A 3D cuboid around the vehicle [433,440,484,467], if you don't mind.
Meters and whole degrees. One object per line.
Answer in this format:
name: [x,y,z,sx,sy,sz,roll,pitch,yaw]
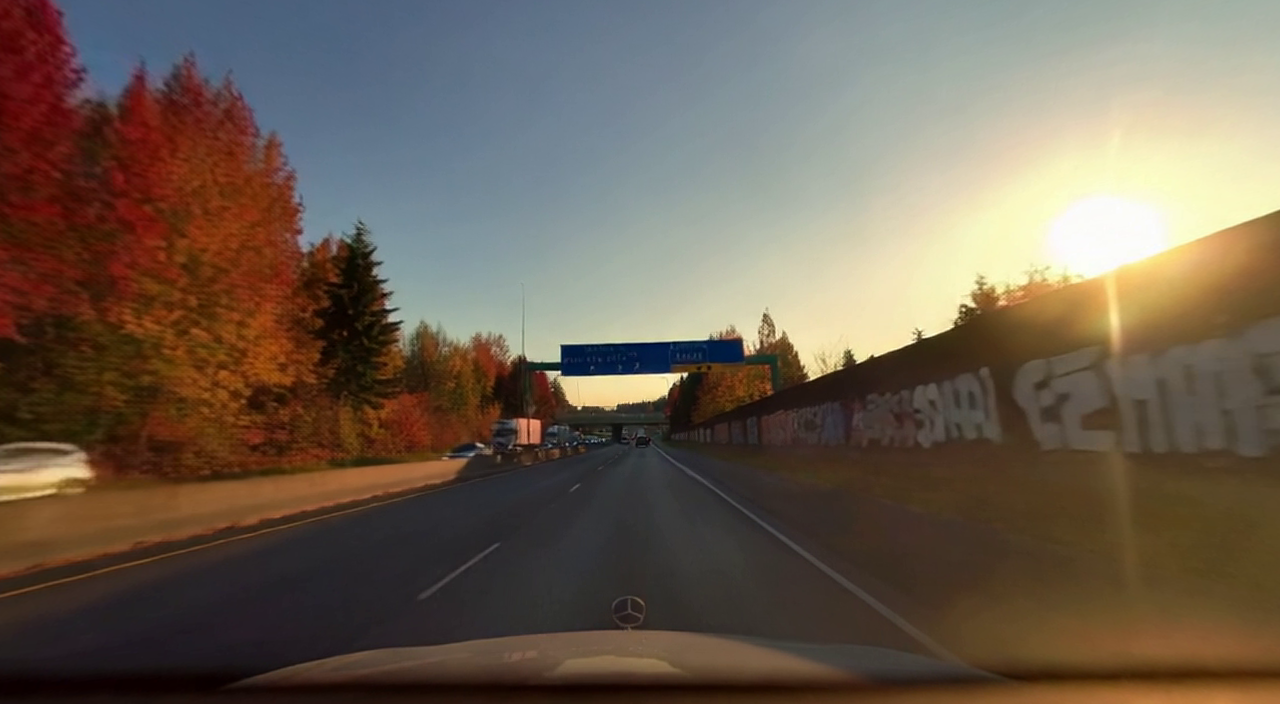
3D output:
vehicle: [-10.660,5.945,37.231,1.816,1.494,3.931,0,-8,0]
